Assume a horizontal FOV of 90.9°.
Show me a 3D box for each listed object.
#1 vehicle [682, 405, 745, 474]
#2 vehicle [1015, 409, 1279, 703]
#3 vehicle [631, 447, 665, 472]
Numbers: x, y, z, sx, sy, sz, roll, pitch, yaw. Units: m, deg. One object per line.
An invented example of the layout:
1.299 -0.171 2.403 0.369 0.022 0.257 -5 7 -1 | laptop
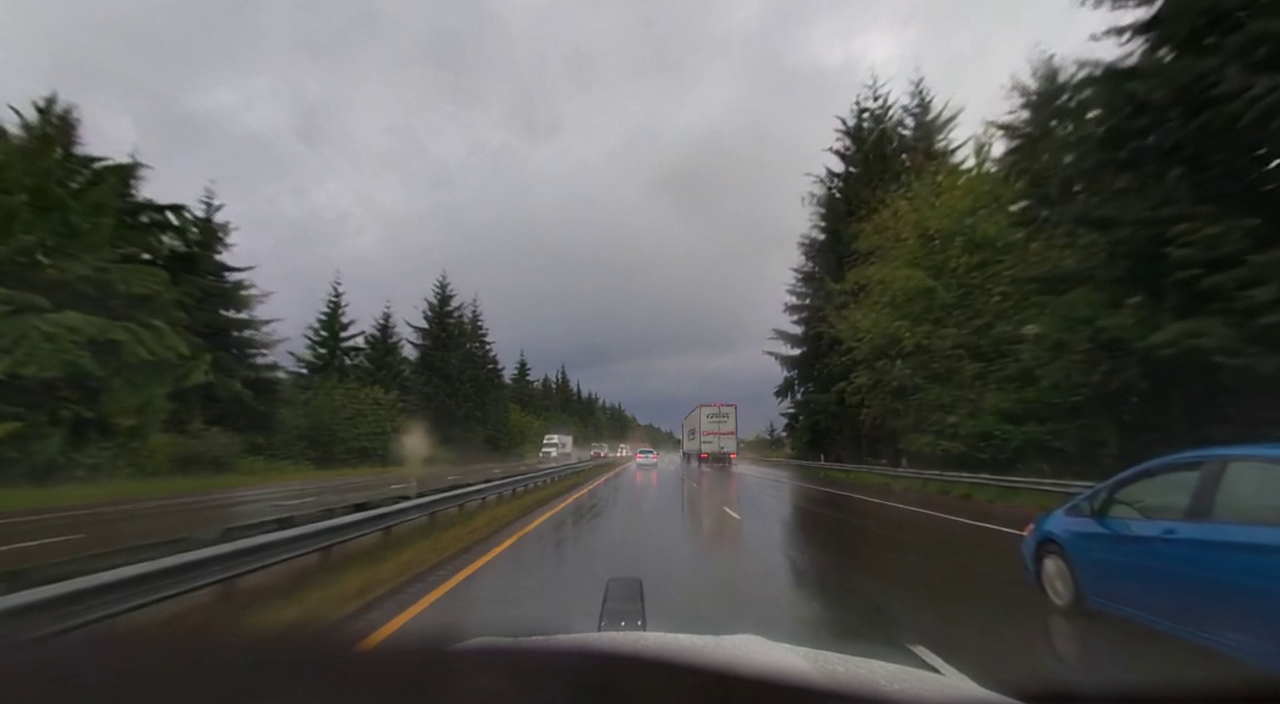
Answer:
4.858 6.362 44.972 2.909 4.074 14.457 0 -9 1 | vehicle
4.221 1.088 3.284 2.169 1.531 3.775 0 -9 0 | vehicle
0.513 6.752 39.780 2.074 1.475 3.960 0 -9 1 | vehicle
